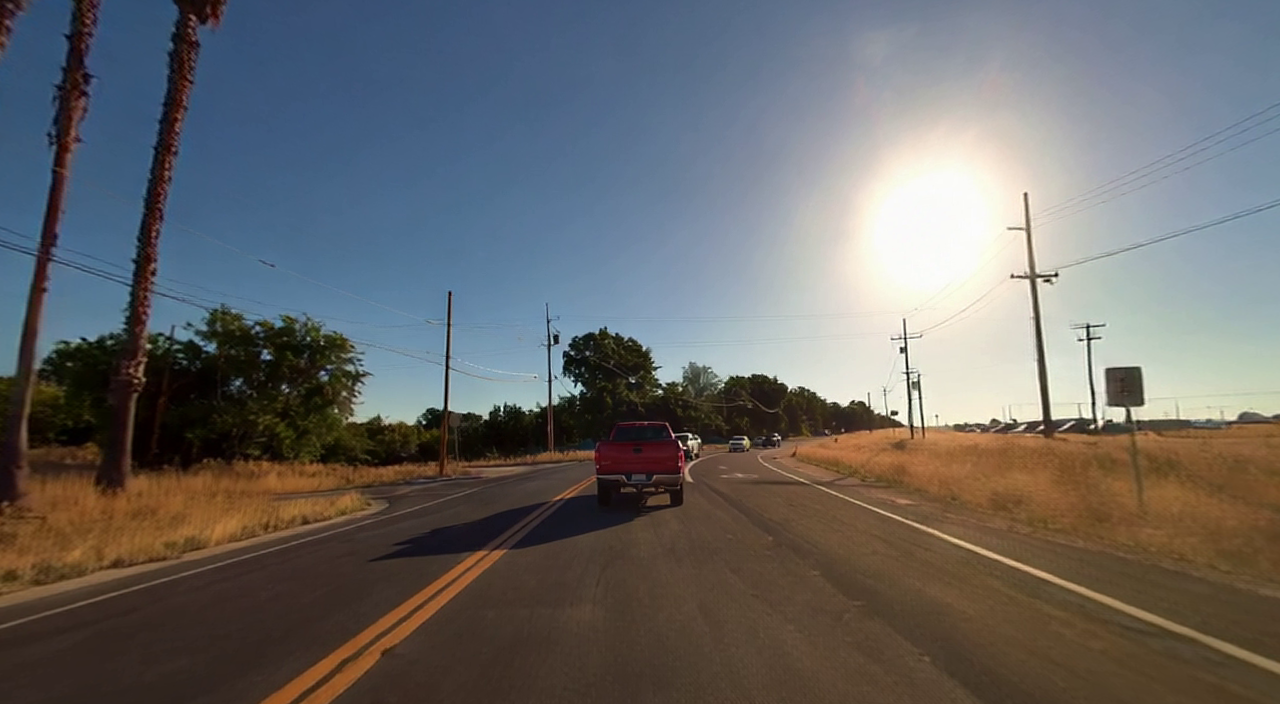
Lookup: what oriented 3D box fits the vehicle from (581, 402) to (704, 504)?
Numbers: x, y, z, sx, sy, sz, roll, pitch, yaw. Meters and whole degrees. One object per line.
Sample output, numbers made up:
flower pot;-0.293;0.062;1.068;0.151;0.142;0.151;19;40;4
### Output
vehicle;0.097;2.655;16.891;2.693;2.223;5.885;0;-9;1
